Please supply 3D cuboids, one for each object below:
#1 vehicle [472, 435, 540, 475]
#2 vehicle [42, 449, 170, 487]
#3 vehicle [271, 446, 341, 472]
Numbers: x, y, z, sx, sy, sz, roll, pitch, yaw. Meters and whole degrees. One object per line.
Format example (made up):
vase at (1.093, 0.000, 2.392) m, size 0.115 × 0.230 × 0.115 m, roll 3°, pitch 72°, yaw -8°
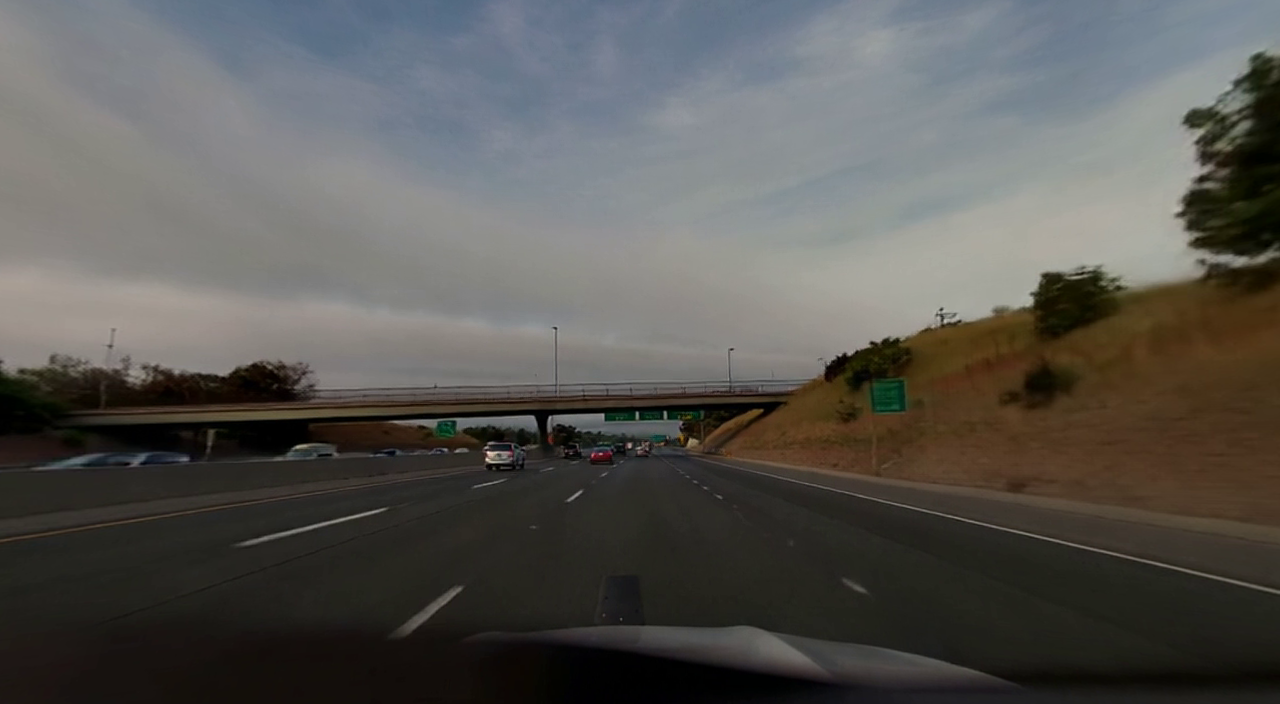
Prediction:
vehicle at (-7.143, 5.582, 34.404) m, size 2.341 × 1.959 × 5.684 m, roll 0°, pitch -9°, yaw 1°
vehicle at (-26.295, 5.708, 31.296) m, size 1.985 × 1.697 × 4.891 m, roll 0°, pitch -9°, yaw 0°
vehicle at (-26.281, 8.428, 49.808) m, size 2.246 × 1.917 × 5.901 m, roll 0°, pitch -9°, yaw 1°
